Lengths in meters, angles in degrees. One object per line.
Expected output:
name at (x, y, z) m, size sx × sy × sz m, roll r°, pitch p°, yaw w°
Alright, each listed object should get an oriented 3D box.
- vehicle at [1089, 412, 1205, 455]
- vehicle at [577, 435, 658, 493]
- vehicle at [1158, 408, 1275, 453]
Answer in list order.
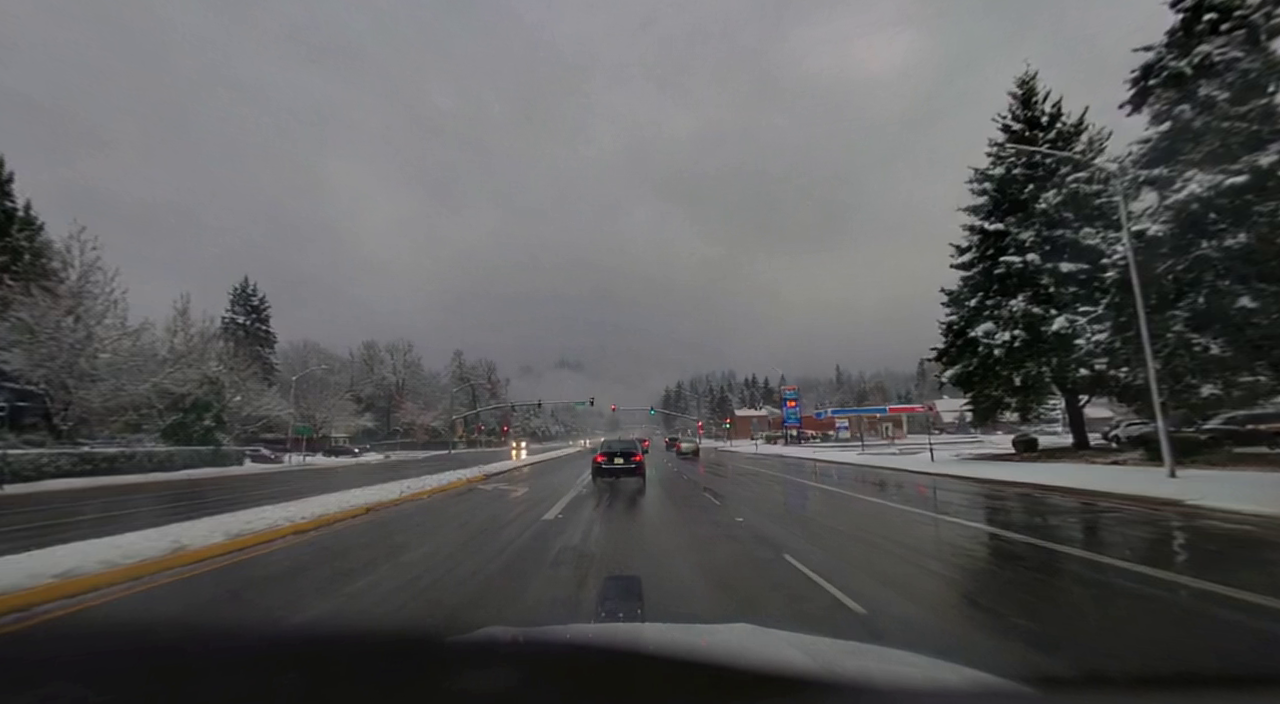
vehicle at (30.347, 4.967, 38.101) m, size 2.305 × 2.369 × 5.485 m, roll 0°, pitch -8°, yaw -1°
vehicle at (-0.579, 3.126, 17.900) m, size 2.040 × 1.451 × 3.736 m, roll 0°, pitch -8°, yaw 0°
vehicle at (34.383, 4.777, 37.930) m, size 2.198 × 2.514 × 5.038 m, roll 0°, pitch -8°, yaw 2°
